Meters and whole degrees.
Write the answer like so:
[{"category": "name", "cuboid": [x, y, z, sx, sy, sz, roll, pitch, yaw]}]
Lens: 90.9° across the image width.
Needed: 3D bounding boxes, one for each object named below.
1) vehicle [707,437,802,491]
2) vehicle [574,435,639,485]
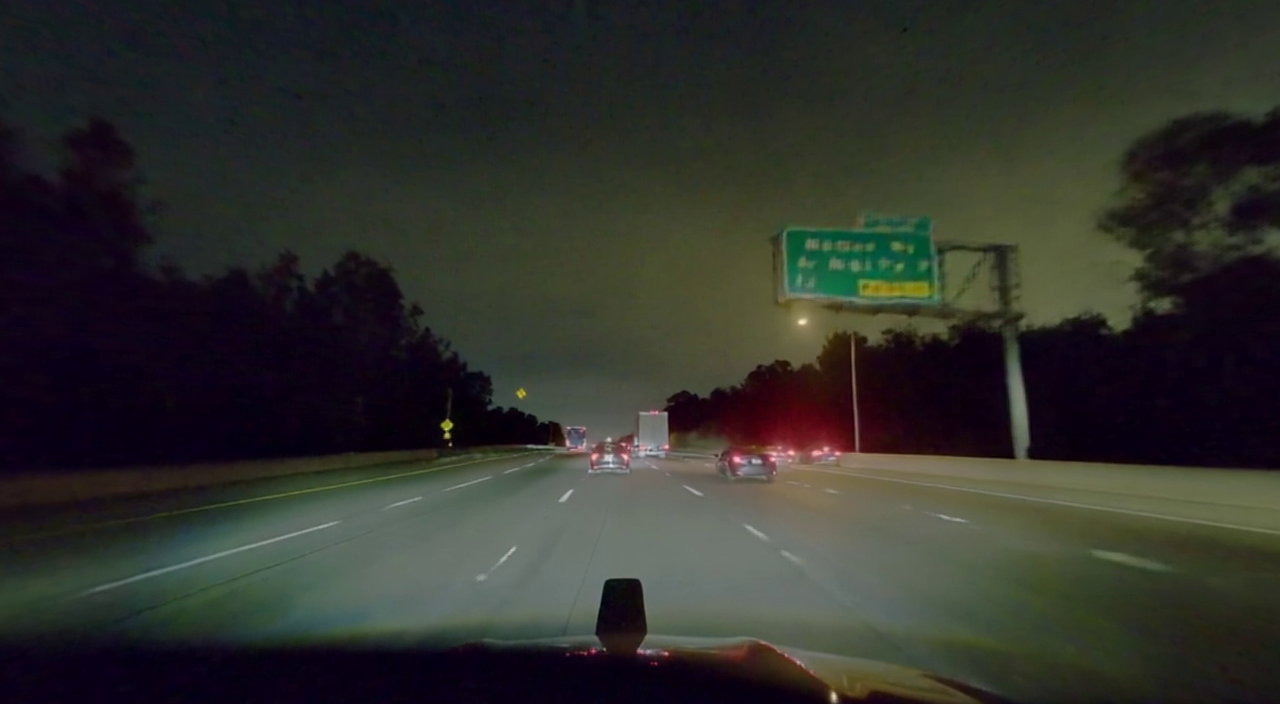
[{"category": "vehicle", "cuboid": [3.424, 3.432, 19.710, 1.971, 1.472, 4.301, 0, -8, -2]}, {"category": "vehicle", "cuboid": [-1.069, 3.628, 21.441, 2.020, 1.516, 3.951, 0, -8, -1]}]
